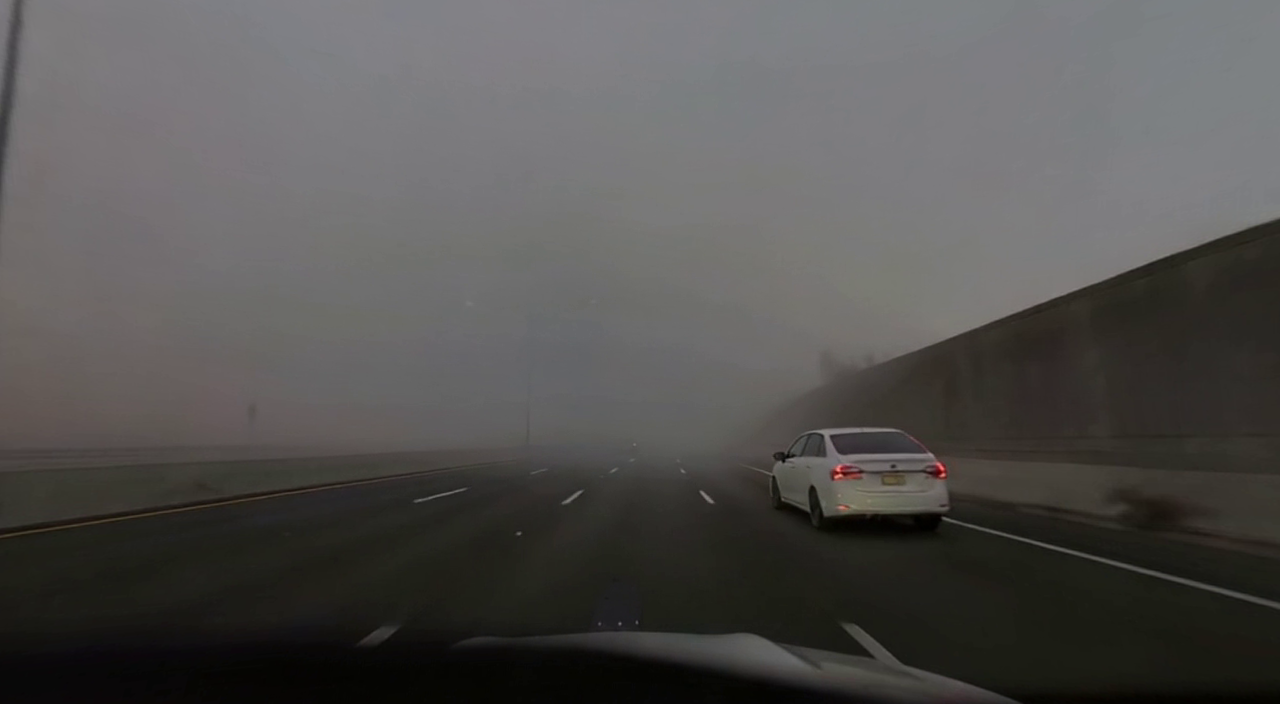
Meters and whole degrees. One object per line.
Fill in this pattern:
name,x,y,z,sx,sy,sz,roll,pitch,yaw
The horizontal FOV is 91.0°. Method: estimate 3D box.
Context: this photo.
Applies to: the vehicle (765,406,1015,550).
vehicle,3.448,1.838,9.778,2.090,1.715,4.228,0,-8,0
